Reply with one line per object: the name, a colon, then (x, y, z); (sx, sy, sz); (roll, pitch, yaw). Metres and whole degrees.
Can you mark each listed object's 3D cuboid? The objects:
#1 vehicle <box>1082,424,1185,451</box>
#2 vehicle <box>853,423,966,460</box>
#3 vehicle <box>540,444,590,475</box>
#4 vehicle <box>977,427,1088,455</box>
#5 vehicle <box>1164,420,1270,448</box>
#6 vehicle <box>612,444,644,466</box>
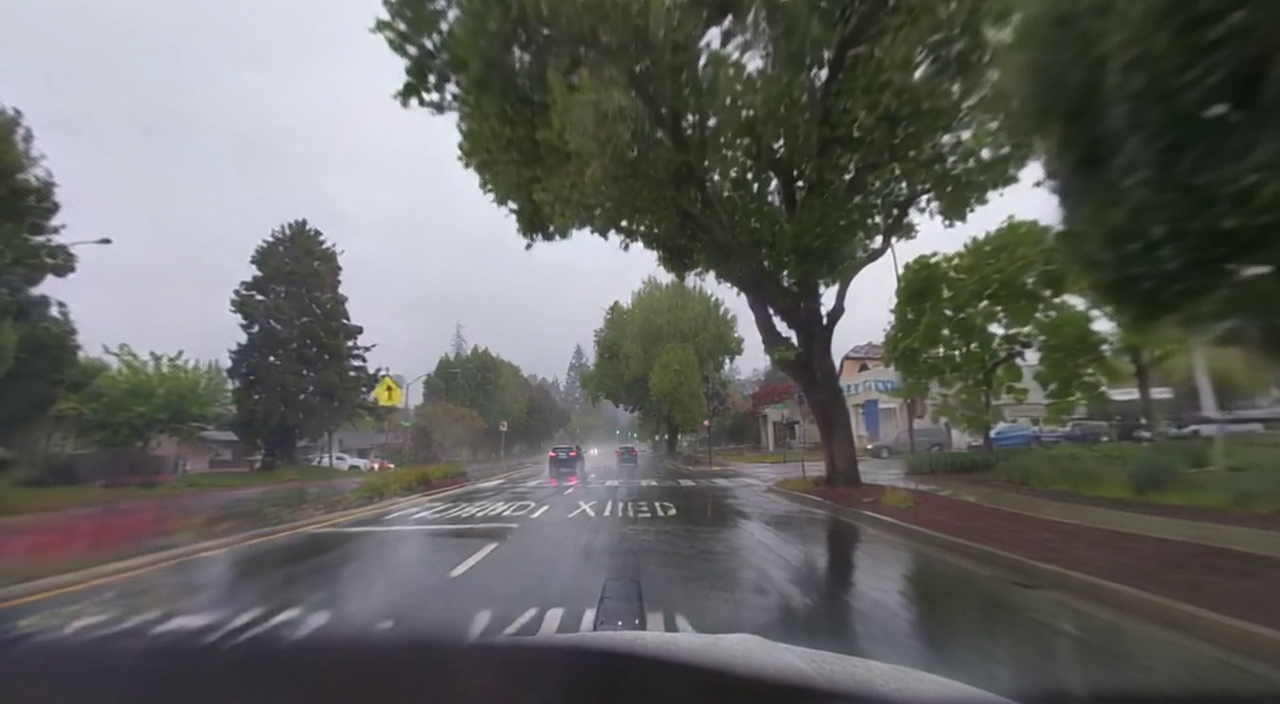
vehicle: (28.248, 4.908, 36.108); (4.444, 1.482, 1.883); (1, -9, -5)
vehicle: (15.174, 5.069, 35.702); (5.230, 2.007, 2.410); (0, -9, 1)
vehicle: (-3.761, 5.460, 32.365); (2.083, 1.460, 4.527); (0, -8, -1)
vehicle: (22.345, 5.083, 35.954); (5.025, 1.532, 1.958); (0, -8, -1)
vehicle: (33.184, 4.715, 36.250); (4.334, 1.545, 1.812); (0, -8, -2)
vehicle: (-0.845, 7.419, 45.399); (2.187, 1.478, 4.138); (0, -8, -1)
